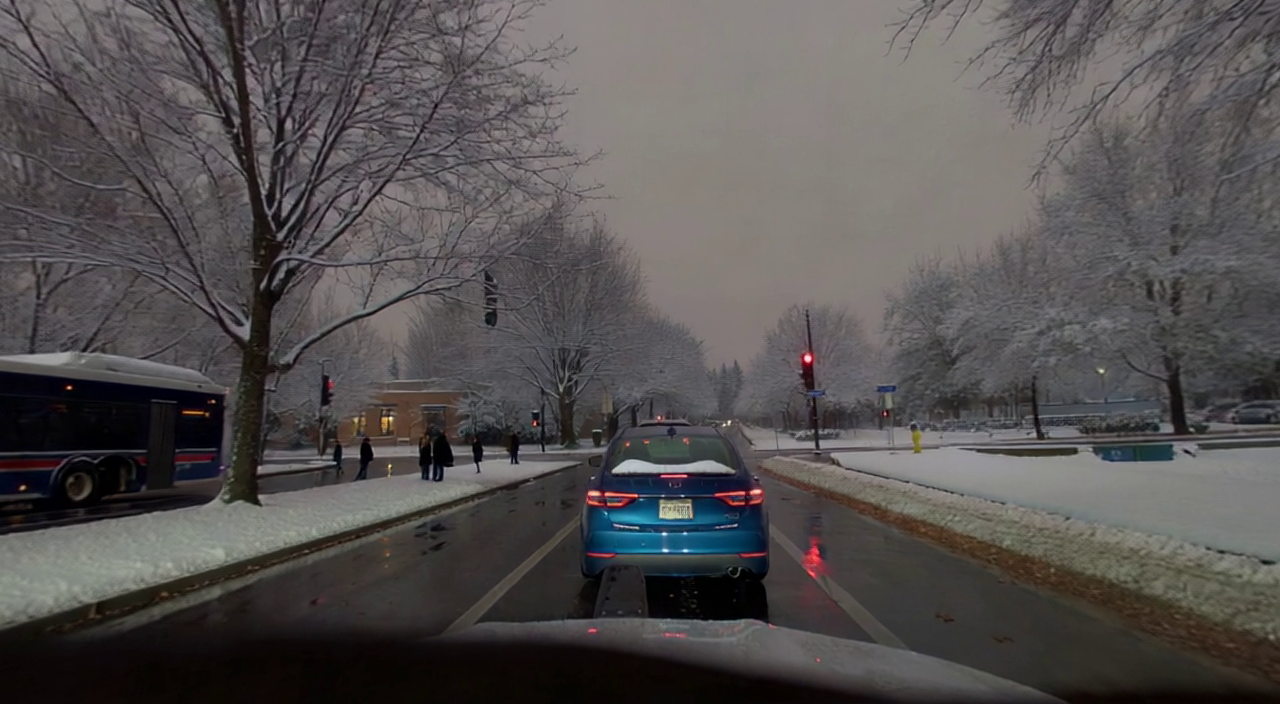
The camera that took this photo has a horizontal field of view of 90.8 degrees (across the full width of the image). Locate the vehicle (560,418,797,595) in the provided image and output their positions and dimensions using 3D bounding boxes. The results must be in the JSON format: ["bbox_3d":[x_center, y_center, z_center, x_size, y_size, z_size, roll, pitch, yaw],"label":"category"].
[{"bbox_3d":[0.371,1.615,7.407,2.035,1.499,3.799,0,-8,1],"label":"vehicle"}]
